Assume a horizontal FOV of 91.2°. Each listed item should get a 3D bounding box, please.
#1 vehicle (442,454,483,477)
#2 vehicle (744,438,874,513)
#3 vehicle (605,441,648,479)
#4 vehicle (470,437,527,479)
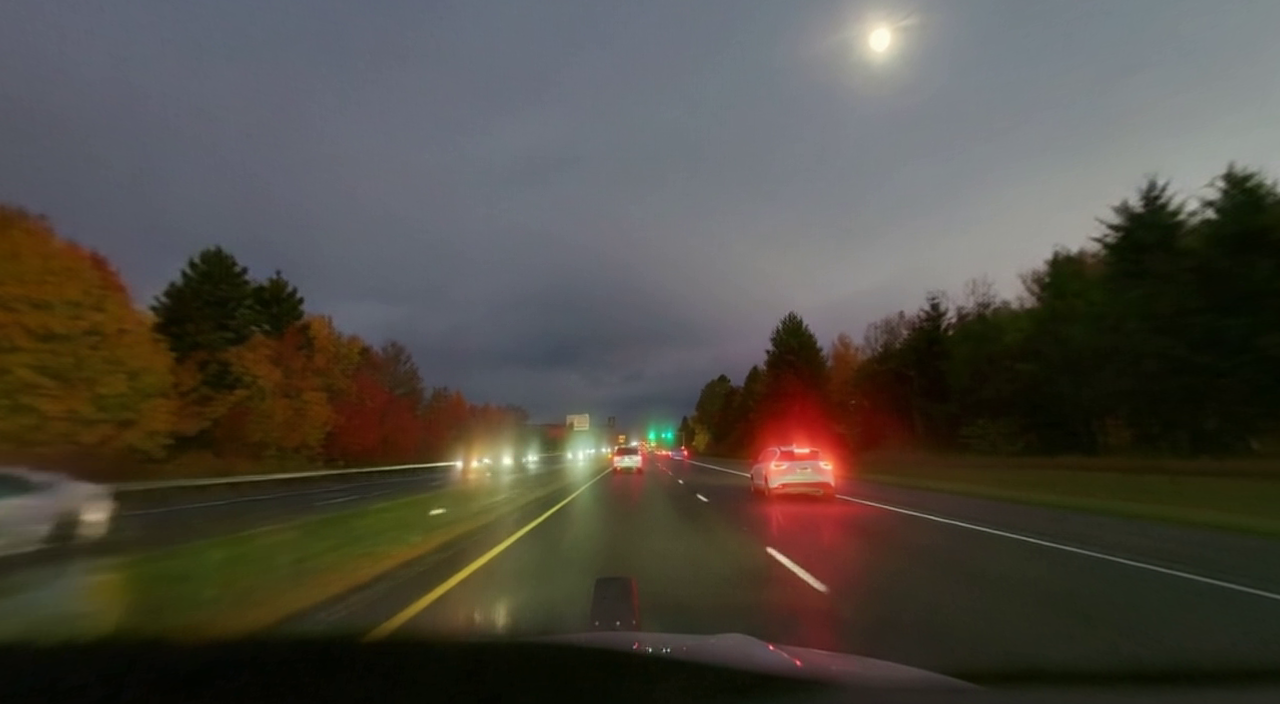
[{"bbox_3d":[-13.422,8.578,47.657,1.885,1.545,4.338,-1,-9,0],"label":"vehicle"},{"bbox_3d":[3.828,2.853,15.049,1.843,1.505,4.339,0,-9,-1],"label":"vehicle"},{"bbox_3d":[-0.628,5.166,30.249,1.937,1.699,3.936,-1,-9,0],"label":"vehicle"},{"bbox_3d":[-9.541,7.187,42.812,2.447,2.609,5.829,-1,-9,1],"label":"vehicle"}]
